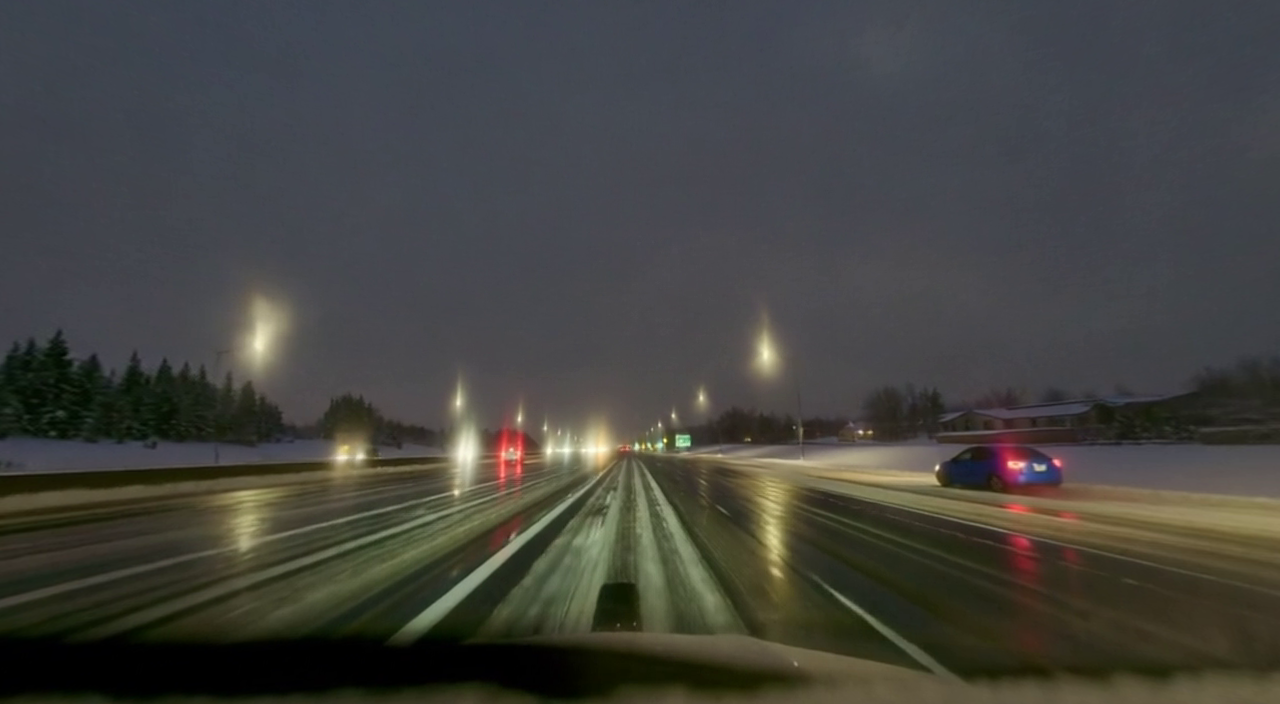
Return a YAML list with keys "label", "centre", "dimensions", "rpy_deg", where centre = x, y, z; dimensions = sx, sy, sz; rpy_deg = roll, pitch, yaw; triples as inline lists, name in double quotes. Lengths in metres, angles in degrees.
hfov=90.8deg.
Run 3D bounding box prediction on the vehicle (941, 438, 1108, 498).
- label: "vehicle"
  centre: [10.926, 3.318, 18.462]
  dimensions: [1.985, 1.493, 4.486]
  rpy_deg: [0, -9, -1]
